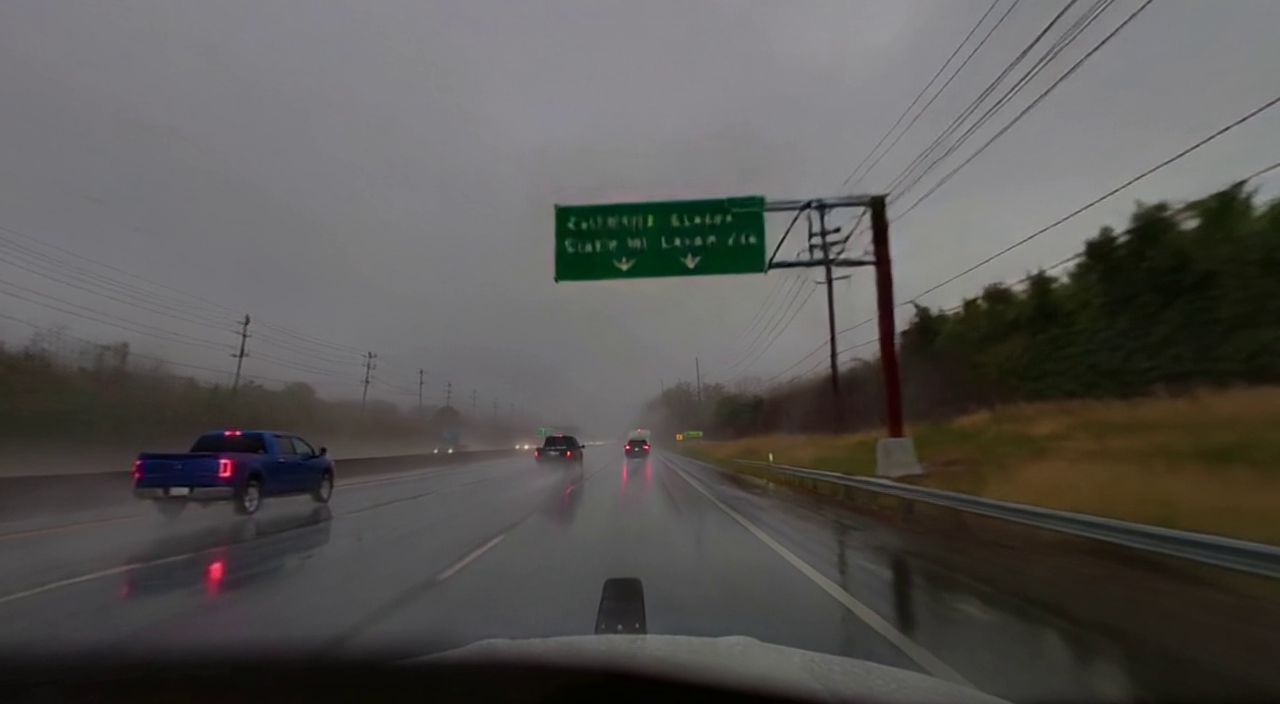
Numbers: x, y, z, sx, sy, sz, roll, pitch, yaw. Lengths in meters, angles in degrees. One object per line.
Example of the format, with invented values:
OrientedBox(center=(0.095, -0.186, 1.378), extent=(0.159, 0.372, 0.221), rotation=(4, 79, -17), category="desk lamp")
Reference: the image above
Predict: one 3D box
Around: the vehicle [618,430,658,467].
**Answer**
OrientedBox(center=(-0.117, 6.098, 40.028), extent=(2.358, 2.144, 4.713), rotation=(-1, -9, 0), category="vehicle")

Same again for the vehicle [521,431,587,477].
OrientedBox(center=(-3.718, 4.535, 28.180), extent=(2.204, 1.812, 5.289), rotation=(0, -9, 0), category="vehicle")

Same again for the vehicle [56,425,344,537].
OrientedBox(center=(-7.477, 2.218, 11.481), extent=(2.013, 1.609, 4.446), rotation=(-1, -9, 0), category="vehicle")
